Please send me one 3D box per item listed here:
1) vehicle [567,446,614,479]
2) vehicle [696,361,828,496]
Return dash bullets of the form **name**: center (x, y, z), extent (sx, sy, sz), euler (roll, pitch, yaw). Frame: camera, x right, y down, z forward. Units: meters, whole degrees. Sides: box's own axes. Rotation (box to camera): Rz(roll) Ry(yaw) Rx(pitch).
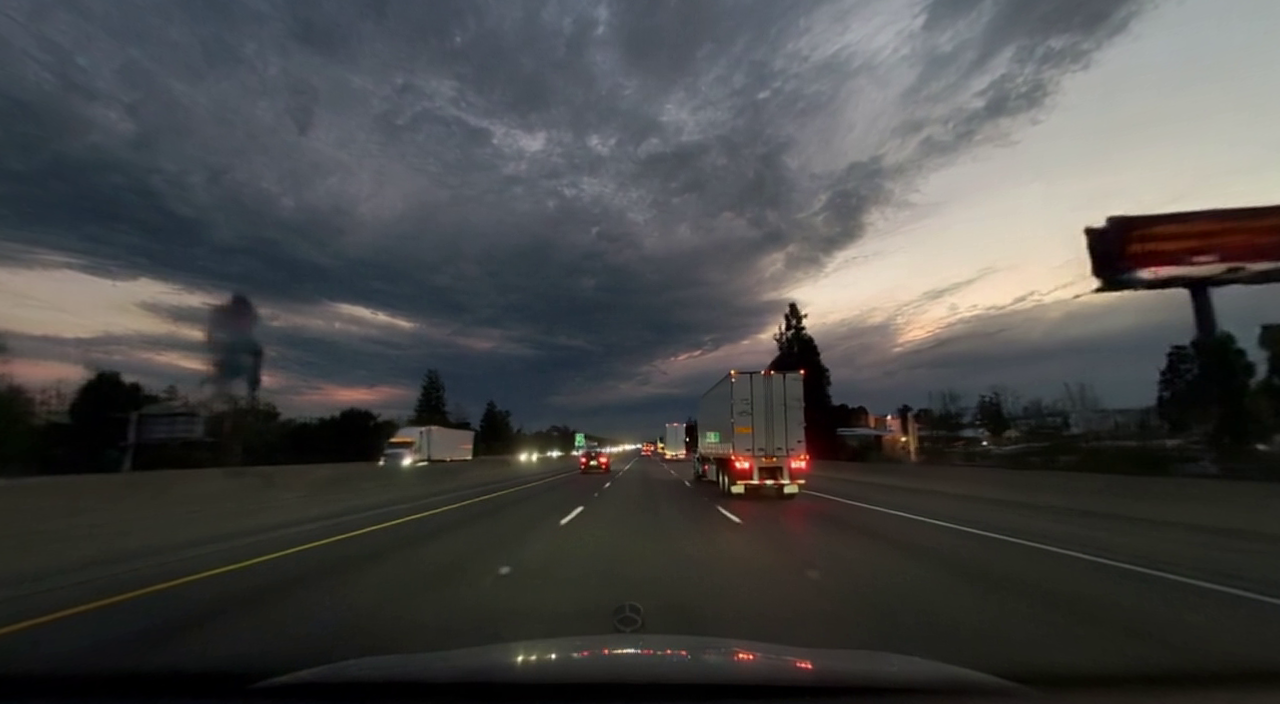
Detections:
- **vehicle**: center (-2.862, 6.494, 37.403), extent (2.291, 1.788, 4.825), euler (0, -9, 1)
- **vehicle**: center (4.473, 3.491, 27.072), extent (2.826, 4.269, 14.176), euler (0, -9, 0)
